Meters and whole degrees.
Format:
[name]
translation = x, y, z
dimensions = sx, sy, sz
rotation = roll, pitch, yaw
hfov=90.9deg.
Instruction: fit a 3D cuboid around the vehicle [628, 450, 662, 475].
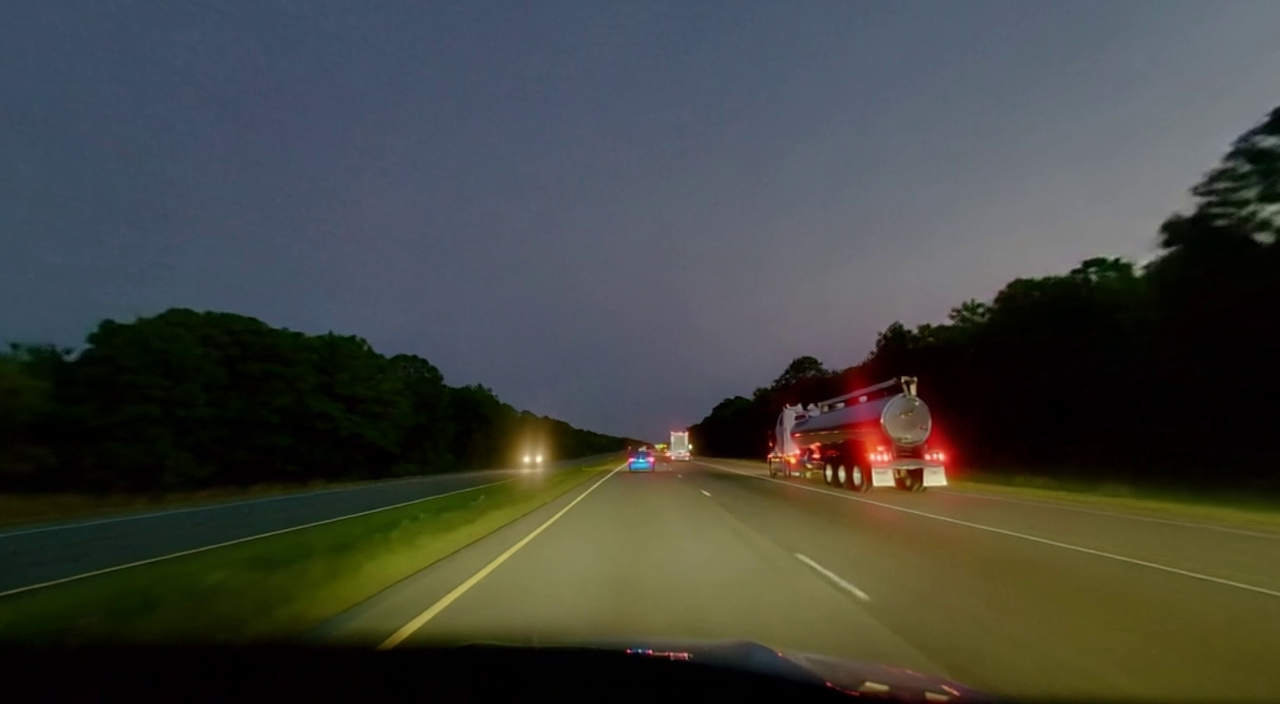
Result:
[vehicle]
translation = 0.289, 6.487, 37.272
dimensions = 1.926, 1.386, 3.615
rotation = 0, -9, 0
